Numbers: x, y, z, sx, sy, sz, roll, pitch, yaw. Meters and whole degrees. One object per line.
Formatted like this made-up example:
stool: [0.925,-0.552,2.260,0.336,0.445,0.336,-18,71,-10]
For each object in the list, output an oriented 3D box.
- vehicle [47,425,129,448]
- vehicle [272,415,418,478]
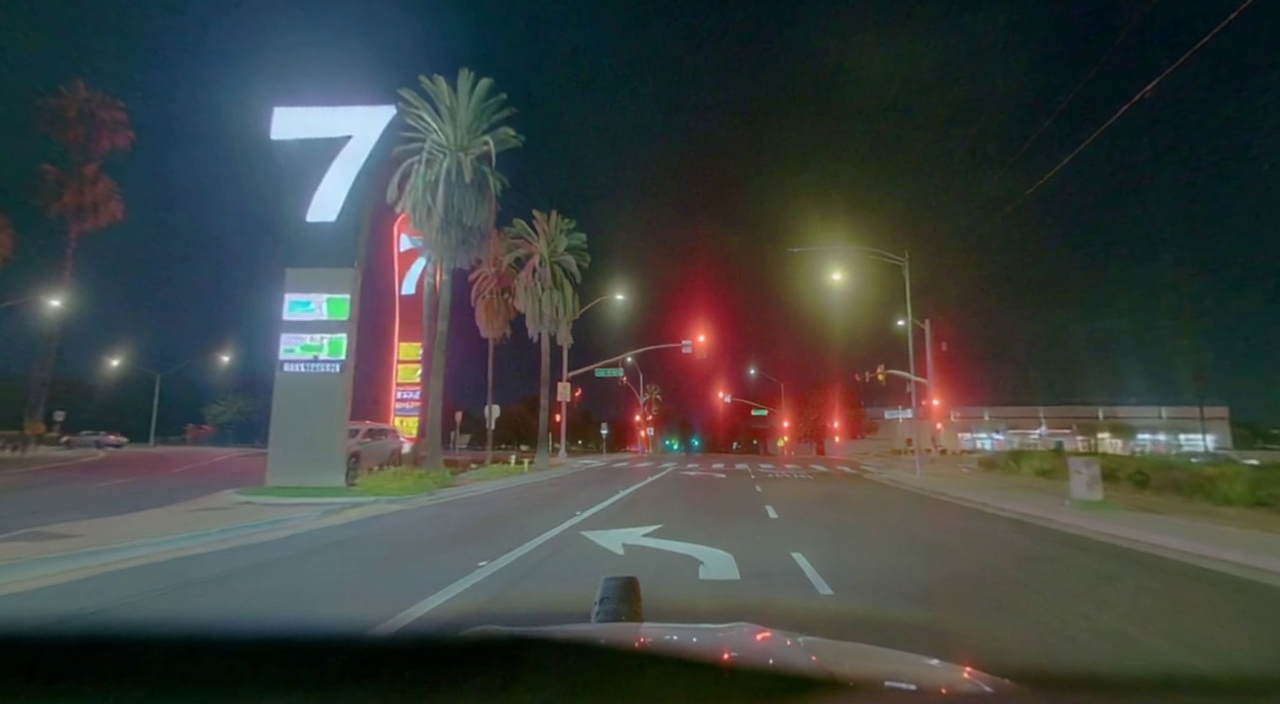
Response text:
vehicle: [-39.130,5.987,44.820,4.089,1.517,2.014,0,-8,7]
vehicle: [-9.504,3.105,20.908,2.109,1.816,4.670,0,-8,7]
